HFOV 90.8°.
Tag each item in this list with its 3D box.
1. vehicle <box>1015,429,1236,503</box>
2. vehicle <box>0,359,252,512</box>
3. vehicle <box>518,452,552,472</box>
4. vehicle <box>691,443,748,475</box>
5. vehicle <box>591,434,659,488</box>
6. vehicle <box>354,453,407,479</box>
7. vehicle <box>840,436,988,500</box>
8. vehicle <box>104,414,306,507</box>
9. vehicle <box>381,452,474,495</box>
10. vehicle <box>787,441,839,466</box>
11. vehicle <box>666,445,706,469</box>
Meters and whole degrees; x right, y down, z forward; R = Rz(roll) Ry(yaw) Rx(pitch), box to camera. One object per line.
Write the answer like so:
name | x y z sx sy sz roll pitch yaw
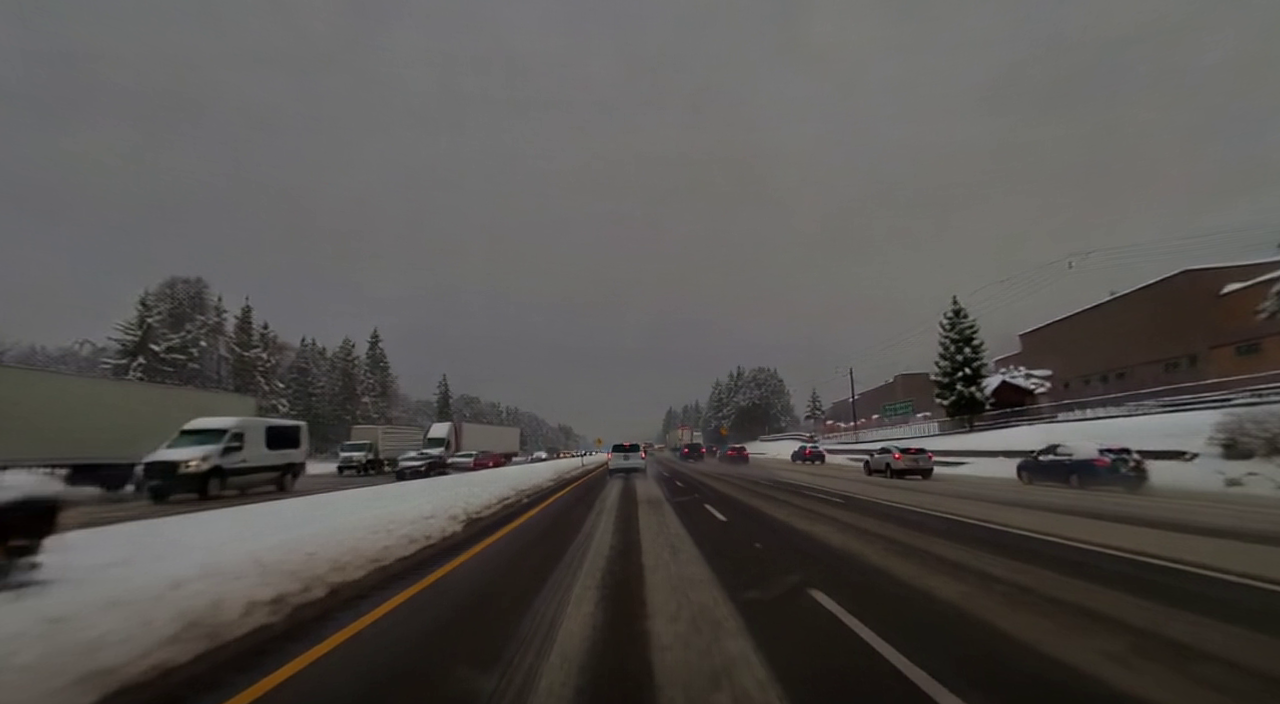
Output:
vehicle | 11.320 2.672 15.212 1.944 1.505 4.138 0 -8 -2
vehicle | -18.438 2.730 20.242 3.134 3.965 14.329 0 -8 -1
vehicle | -8.151 8.576 49.484 1.897 1.470 4.474 0 -8 0
vehicle | 3.868 5.293 31.520 1.934 1.461 4.368 1 -9 -5
vehicle | -0.520 3.997 23.513 2.298 1.809 4.359 0 -8 -1
vehicle | -18.349 8.019 44.855 1.866 1.689 4.569 0 -8 -1
vehicle | 7.042 3.013 16.813 1.958 1.473 4.201 0 -8 -1
vehicle | -14.948 3.777 22.531 2.350 2.794 6.786 0 -8 0
vehicle | -8.239 4.714 24.974 2.086 1.477 4.438 0 -8 0
vehicle | 10.854 6.396 40.005 1.901 1.485 4.483 0 -8 -2
vehicle | 2.880 6.667 40.290 2.115 1.481 3.968 0 -8 -2
